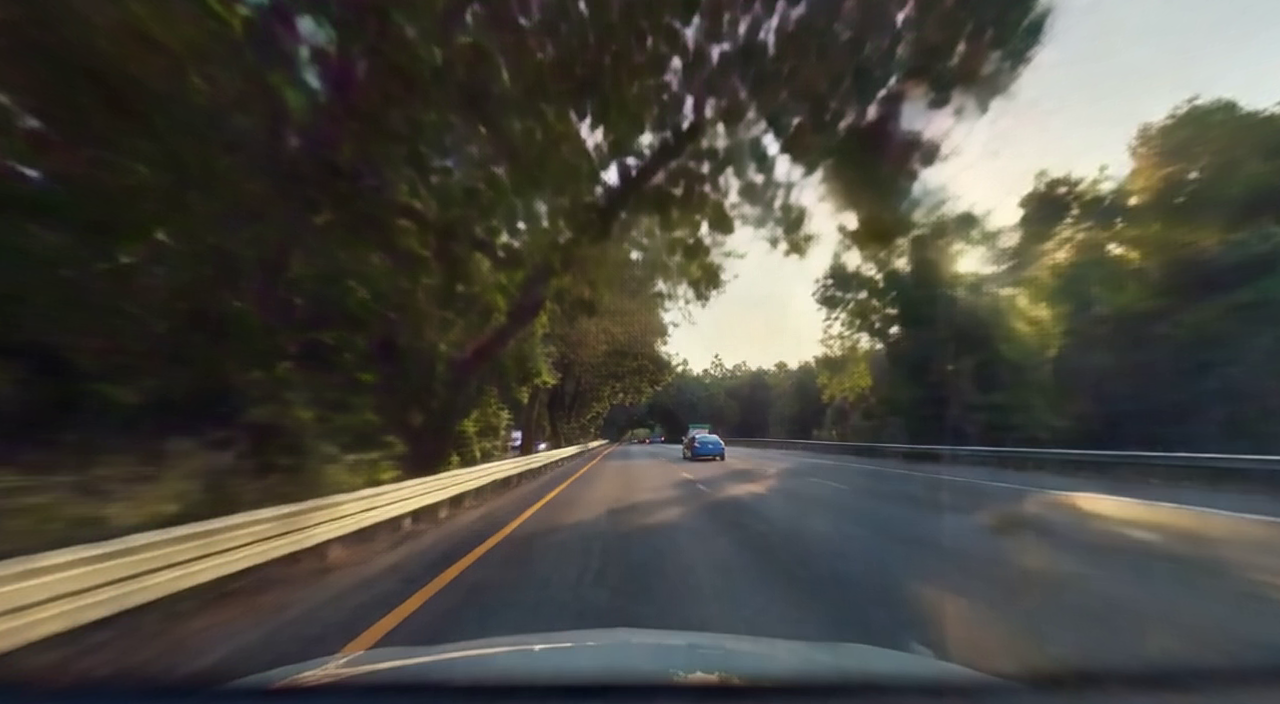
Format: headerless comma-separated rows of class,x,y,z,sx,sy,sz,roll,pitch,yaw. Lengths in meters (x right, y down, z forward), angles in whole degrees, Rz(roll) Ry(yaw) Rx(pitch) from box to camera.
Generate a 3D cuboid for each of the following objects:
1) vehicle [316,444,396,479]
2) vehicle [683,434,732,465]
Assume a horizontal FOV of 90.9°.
vehicle,-13.324,5.115,29.870,1.844,1.473,4.408,0,-8,-1
vehicle,3.428,5.031,32.844,2.017,1.502,4.369,0,-8,-1
